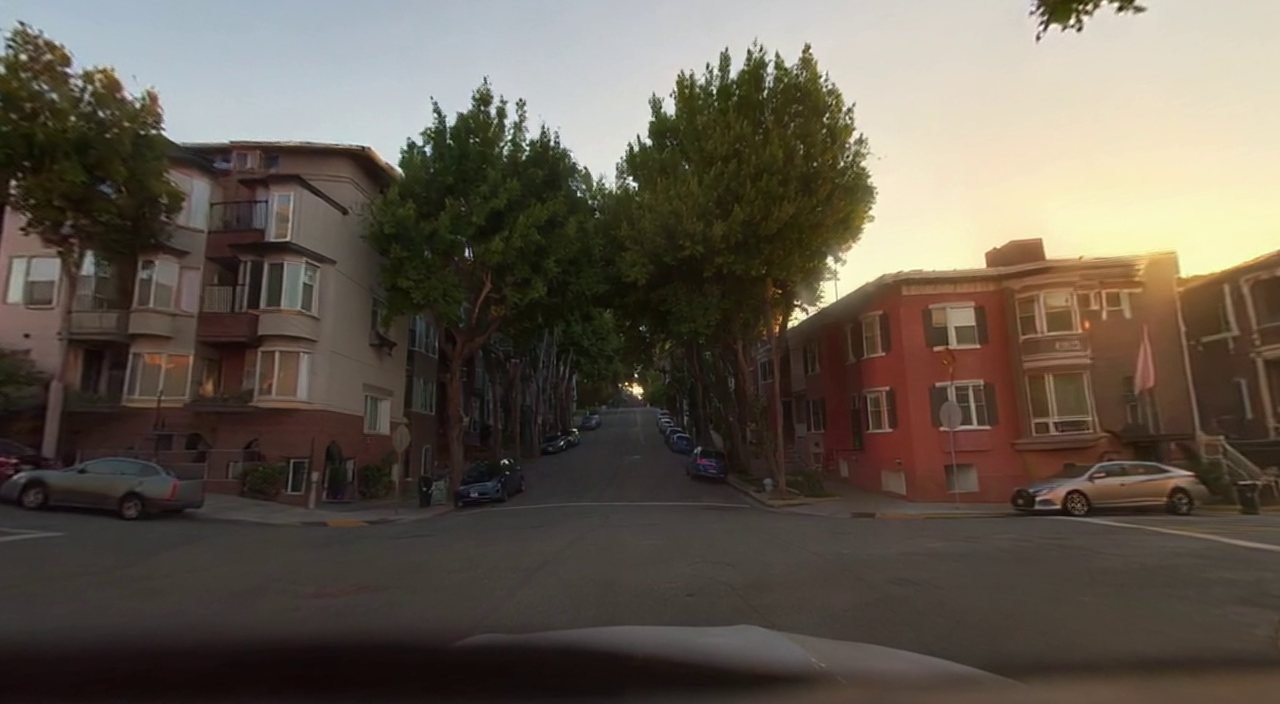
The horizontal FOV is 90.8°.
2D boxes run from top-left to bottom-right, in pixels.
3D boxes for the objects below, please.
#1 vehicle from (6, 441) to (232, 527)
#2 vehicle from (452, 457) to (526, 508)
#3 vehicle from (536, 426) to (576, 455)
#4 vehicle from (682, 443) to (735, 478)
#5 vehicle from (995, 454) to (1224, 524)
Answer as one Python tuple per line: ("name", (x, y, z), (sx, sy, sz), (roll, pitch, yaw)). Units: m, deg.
("vehicle", (-13.953, 3.581, 17.131), (4.243, 1.676, 1.844), (7, -13, 1))
("vehicle", (-5.850, 5.066, 24.965), (1.987, 1.662, 4.141), (-2, -8, -1))
("vehicle", (-6.157, 6.482, 46.691), (2.101, 1.732, 4.119), (-3, -4, 3))
("vehicle", (3.426, 5.551, 32.615), (2.051, 1.526, 4.673), (0, -7, -2))
("vehicle", (12.523, 3.652, 17.098), (4.596, 1.690, 1.972), (0, -8, -1))
